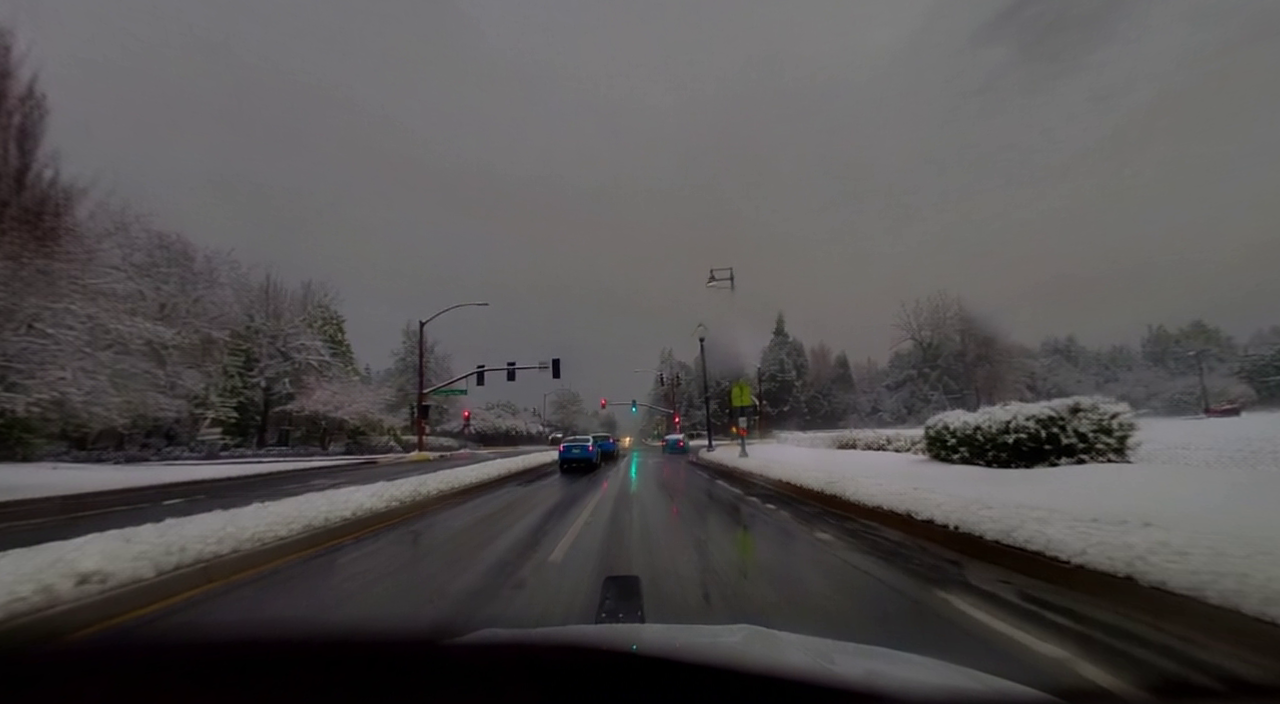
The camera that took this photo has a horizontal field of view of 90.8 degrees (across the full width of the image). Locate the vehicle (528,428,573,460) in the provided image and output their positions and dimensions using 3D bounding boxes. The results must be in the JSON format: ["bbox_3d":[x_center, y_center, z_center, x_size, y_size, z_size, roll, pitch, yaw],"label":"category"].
[{"bbox_3d":[-6.104,6.389,43.685,2.390,2.020,5.085,0,-9,0],"label":"vehicle"}]

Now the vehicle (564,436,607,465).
[{"bbox_3d":[-2.996,5.533,35.495,1.979,1.492,3.930,0,-9,1],"label":"vehicle"}]

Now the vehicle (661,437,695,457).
[{"bbox_3d":[2.908,7.229,47.968,1.945,1.410,4.284,-2,-9,12],"label":"vehicle"}]
